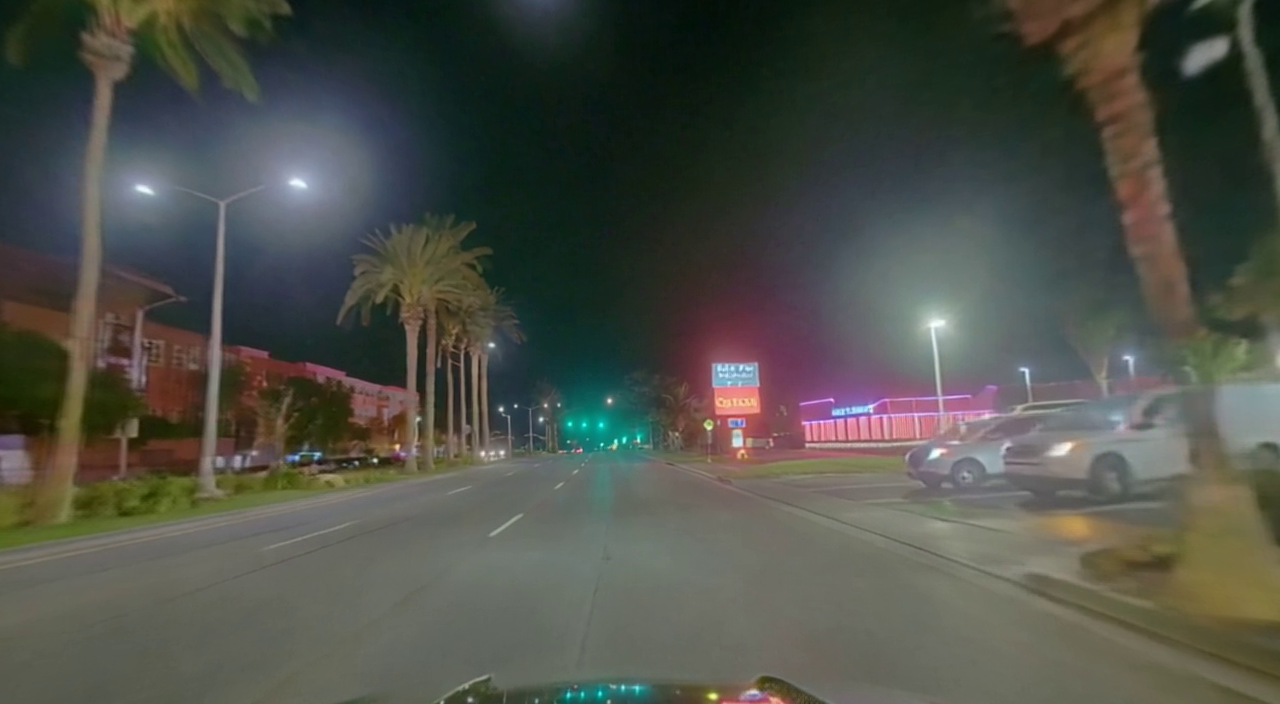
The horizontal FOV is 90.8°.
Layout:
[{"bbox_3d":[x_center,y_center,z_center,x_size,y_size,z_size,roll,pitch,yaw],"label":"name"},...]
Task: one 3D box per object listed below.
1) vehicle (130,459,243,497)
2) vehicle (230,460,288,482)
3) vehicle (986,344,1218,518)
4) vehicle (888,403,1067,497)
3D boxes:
[{"bbox_3d":[-21.386,5.908,30.084,1.970,1.511,4.836,0,-8,-3],"label":"vehicle"},{"bbox_3d":[-28.868,9.044,48.068,1.807,1.446,4.605,0,-8,-4],"label":"vehicle"},{"bbox_3d":[9.908,1.698,13.334,5.942,2.851,2.531,7,-11,-42],"label":"vehicle"},{"bbox_3d":[8.778,2.480,16.225,5.154,2.026,2.257,7,-11,-41],"label":"vehicle"}]
